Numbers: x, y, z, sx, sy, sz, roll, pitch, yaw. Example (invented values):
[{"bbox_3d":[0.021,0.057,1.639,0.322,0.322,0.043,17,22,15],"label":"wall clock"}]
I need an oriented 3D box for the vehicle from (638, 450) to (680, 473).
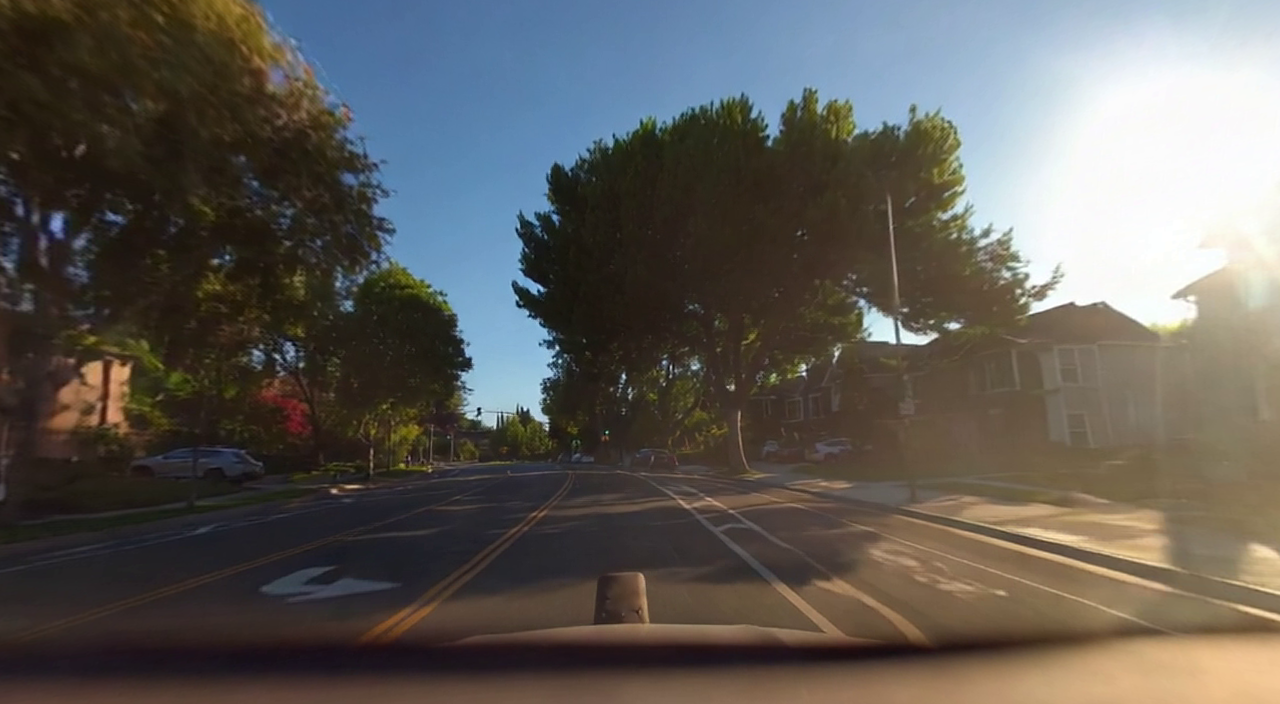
[{"bbox_3d":[1.323,7.966,46.192,1.997,1.618,4.119,2,-9,-14],"label":"vehicle"}]

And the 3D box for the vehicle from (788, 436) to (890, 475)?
[{"bbox_3d":[10.843,5.697,34.575,4.697,1.861,2.126,0,-12,-14],"label":"vehicle"}]
